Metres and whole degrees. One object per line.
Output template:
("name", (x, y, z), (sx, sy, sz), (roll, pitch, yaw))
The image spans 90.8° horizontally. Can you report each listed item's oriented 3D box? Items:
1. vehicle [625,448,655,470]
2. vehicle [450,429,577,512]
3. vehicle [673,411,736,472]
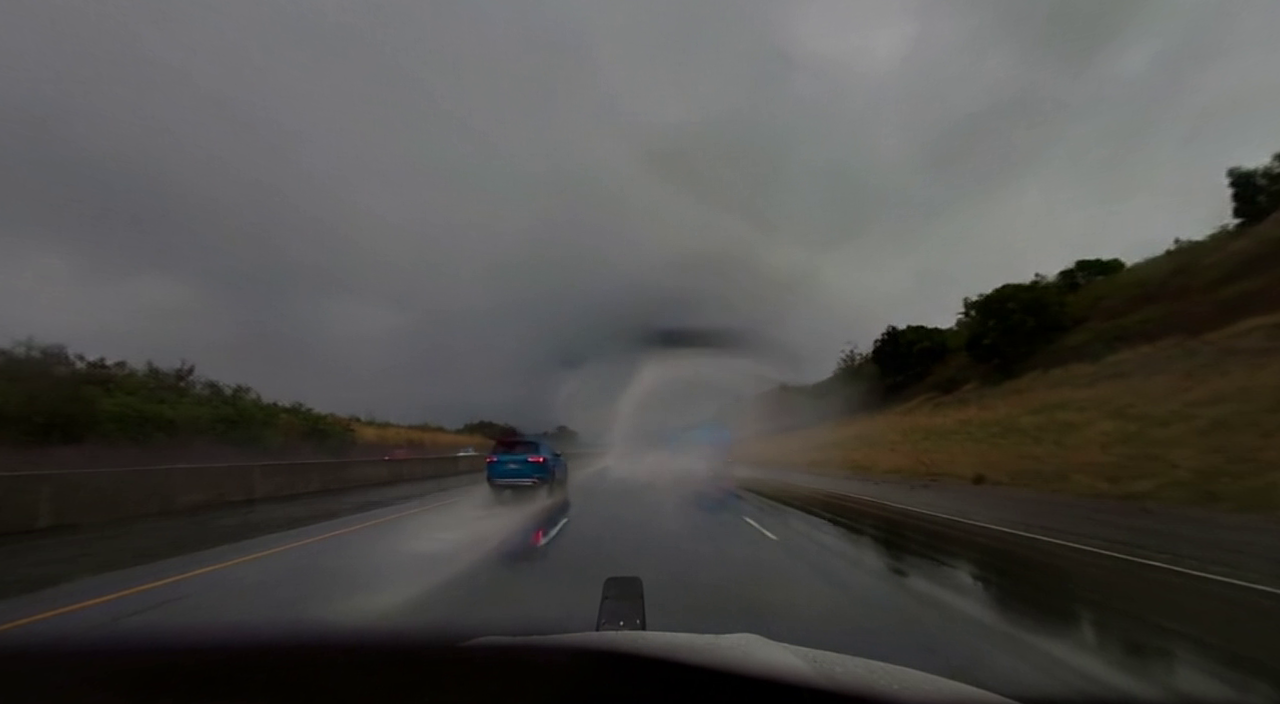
("vehicle", (0.015, 7.560, 44.709), (2.013, 1.498, 3.908), (0, -9, 0))
("vehicle", (-3.049, 3.004, 16.457), (2.258, 1.805, 4.665), (-1, -9, 1))
("vehicle", (4.232, 6.432, 44.908), (2.889, 3.606, 13.832), (0, -9, 0))
